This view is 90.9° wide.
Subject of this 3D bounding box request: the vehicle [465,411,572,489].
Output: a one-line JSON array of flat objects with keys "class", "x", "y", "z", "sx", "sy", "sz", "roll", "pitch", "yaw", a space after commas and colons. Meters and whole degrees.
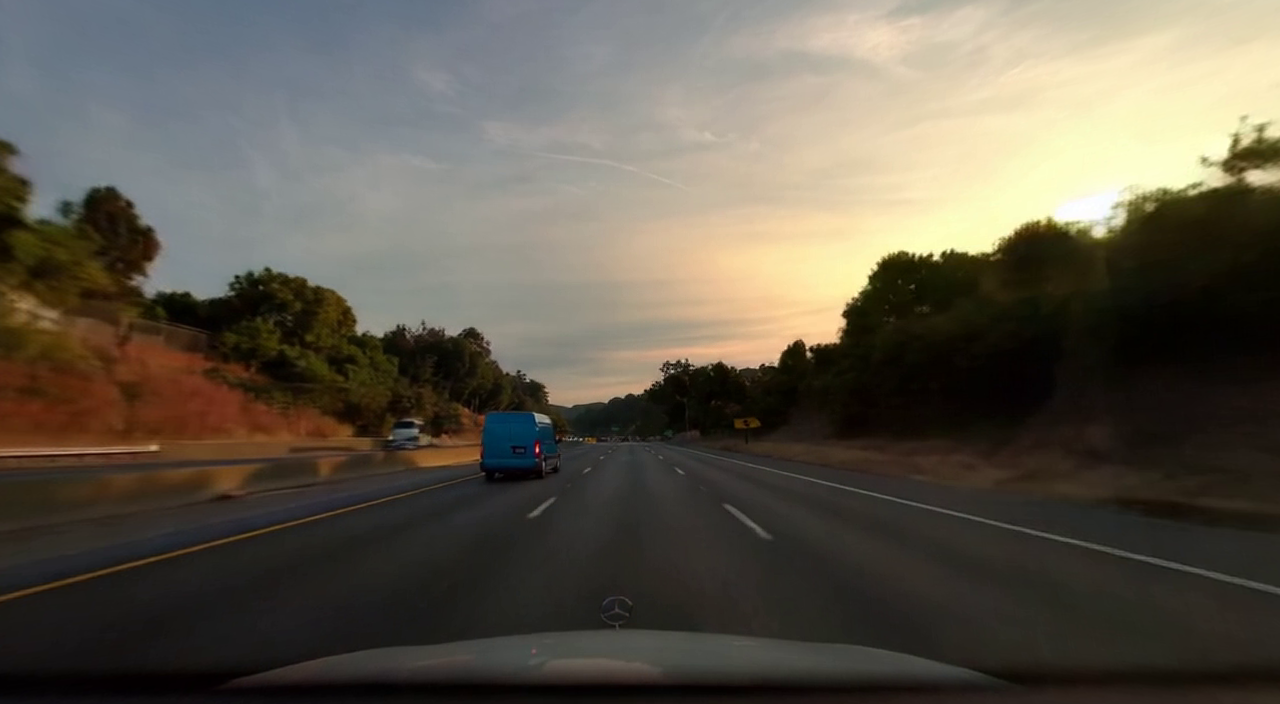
[{"class": "vehicle", "x": -3.423, "y": 2.873, "z": 18.851, "sx": 2.297, "sy": 2.011, "sz": 4.736, "roll": 0, "pitch": -8, "yaw": -1}]
